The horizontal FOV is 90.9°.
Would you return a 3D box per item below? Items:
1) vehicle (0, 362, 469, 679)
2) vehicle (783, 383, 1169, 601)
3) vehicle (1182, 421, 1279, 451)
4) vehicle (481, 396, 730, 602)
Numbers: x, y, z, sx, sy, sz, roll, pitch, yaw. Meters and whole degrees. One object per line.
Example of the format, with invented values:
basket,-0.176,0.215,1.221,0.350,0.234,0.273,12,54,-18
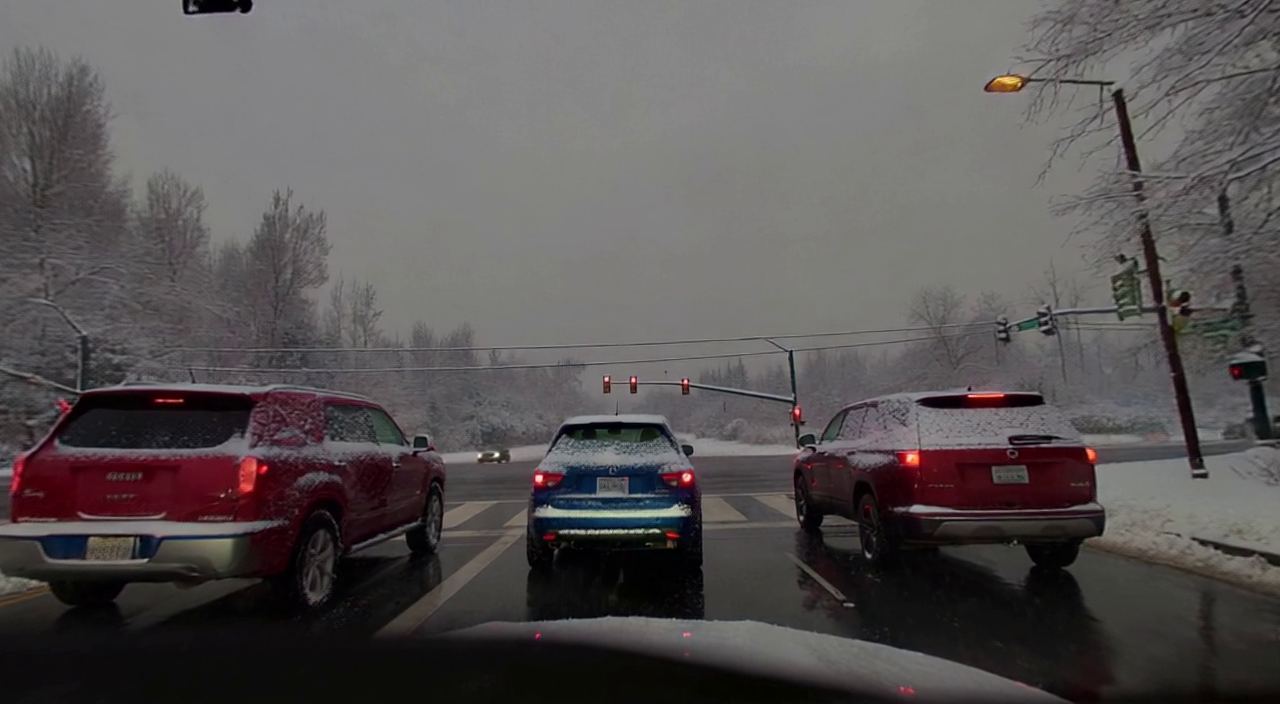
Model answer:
vehicle,-3.275,1.282,5.901,2.047,1.810,4.414,0,-8,1
vehicle,3.277,1.481,7.506,2.083,1.779,4.532,0,-8,0
vehicle,32.814,4.651,34.752,4.175,1.634,1.877,1,-8,-4
vehicle,-0.234,1.516,7.318,2.067,1.702,3.987,0,-8,2
